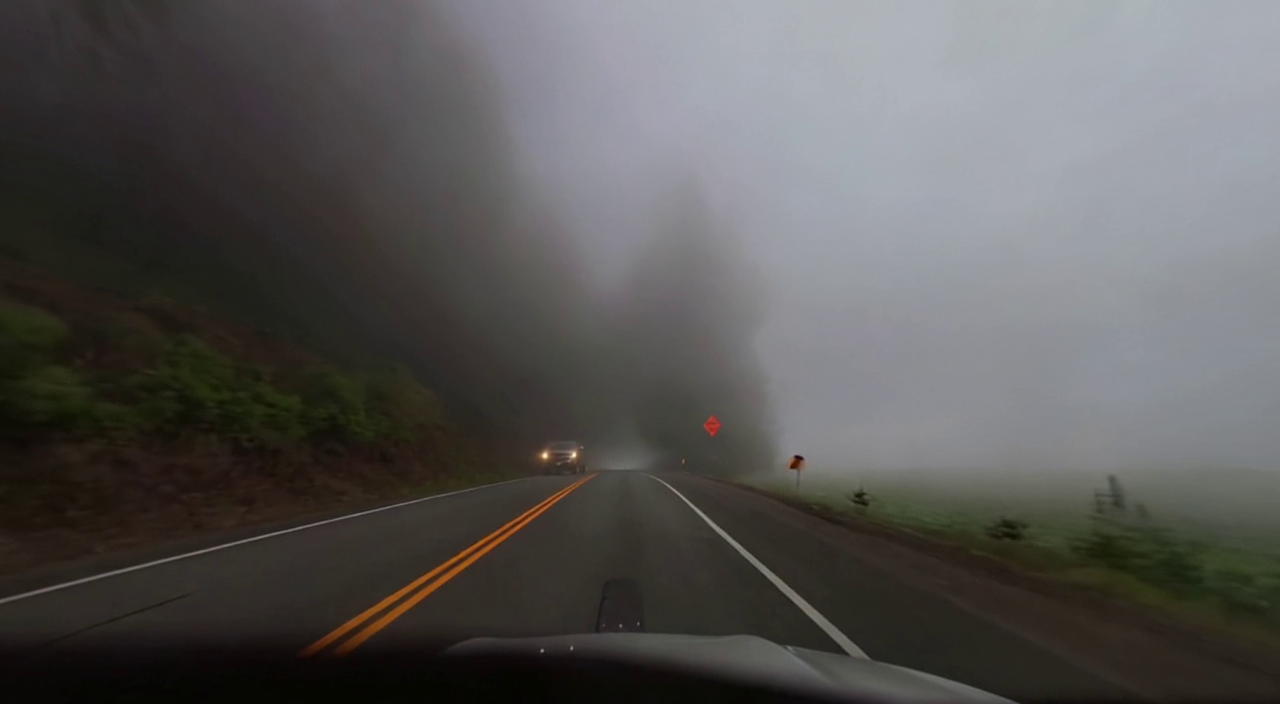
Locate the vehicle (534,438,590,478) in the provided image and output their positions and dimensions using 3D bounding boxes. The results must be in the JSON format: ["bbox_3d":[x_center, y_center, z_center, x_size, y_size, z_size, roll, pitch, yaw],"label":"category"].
[{"bbox_3d":[-4.593,6.376,38.263,2.638,2.200,5.867,0,-8,0],"label":"vehicle"}]
